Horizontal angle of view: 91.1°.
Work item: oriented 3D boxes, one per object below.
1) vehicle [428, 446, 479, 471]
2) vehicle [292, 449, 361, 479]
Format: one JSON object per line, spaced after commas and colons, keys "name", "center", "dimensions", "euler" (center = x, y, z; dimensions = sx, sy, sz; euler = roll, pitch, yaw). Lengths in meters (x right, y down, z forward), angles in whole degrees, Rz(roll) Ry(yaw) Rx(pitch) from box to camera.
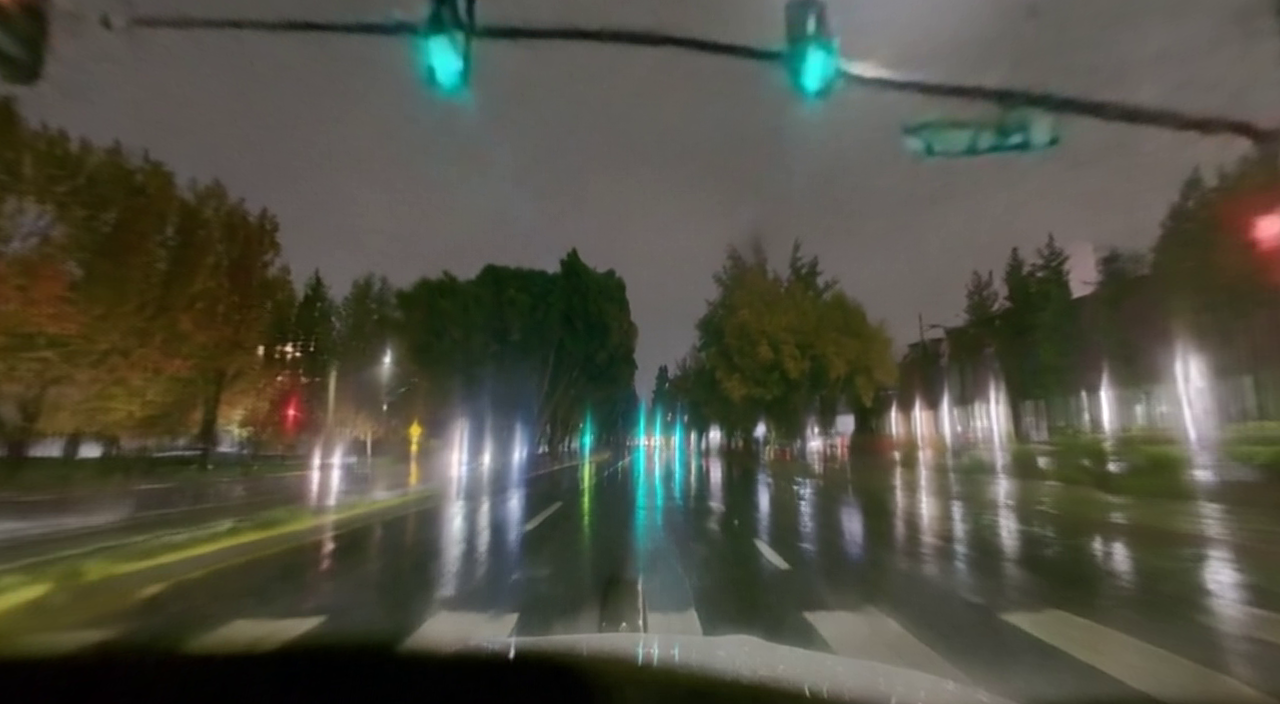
{"name": "vehicle", "center": [-11.547, 6.598, 39.131], "dimensions": [1.712, 1.459, 4.614], "euler": [-1, -8, 1]}
{"name": "vehicle", "center": [-18.091, 6.456, 36.495], "dimensions": [1.816, 1.527, 4.226], "euler": [0, -8, 0]}
